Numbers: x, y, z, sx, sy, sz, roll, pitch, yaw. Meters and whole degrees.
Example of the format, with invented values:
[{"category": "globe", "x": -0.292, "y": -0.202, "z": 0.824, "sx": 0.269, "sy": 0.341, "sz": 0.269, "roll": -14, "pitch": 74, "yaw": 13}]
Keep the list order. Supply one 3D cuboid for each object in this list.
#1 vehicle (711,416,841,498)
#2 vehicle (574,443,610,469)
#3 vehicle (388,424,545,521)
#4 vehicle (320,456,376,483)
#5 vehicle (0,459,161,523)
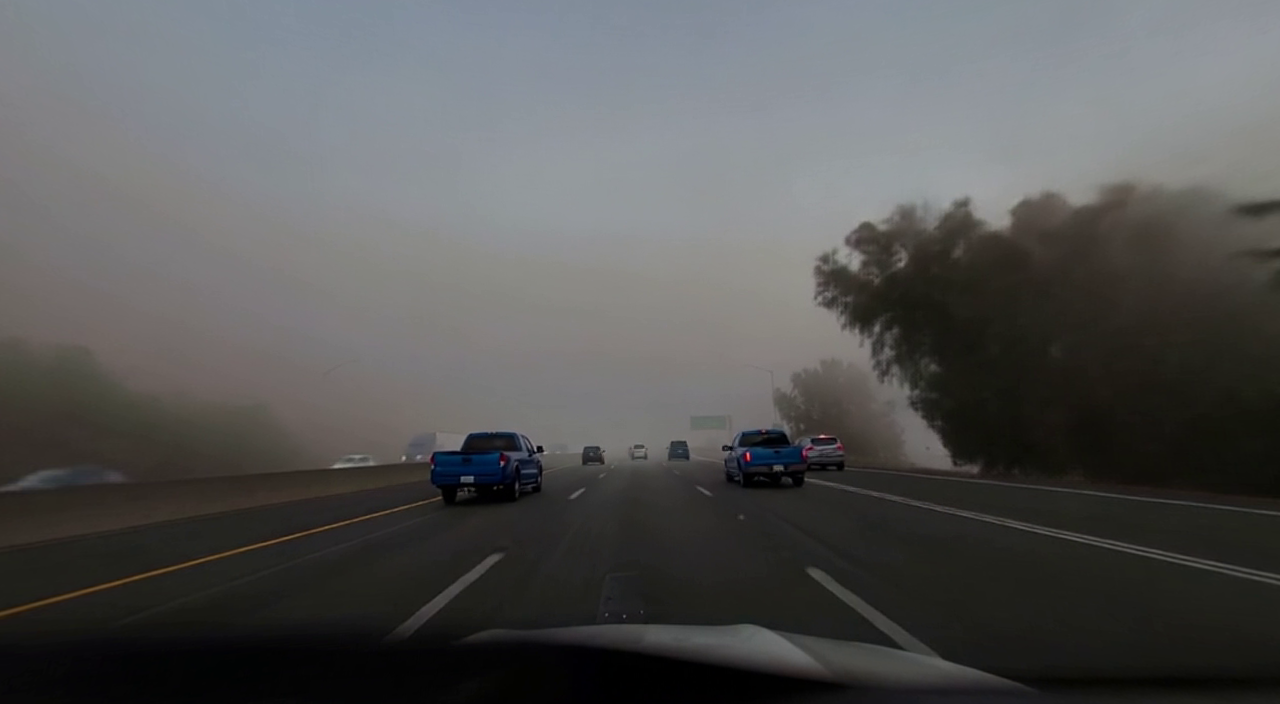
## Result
[{"category": "vehicle", "x": 3.645, "y": 2.974, "z": 18.277, "sx": 2.424, "sy": 1.952, "sz": 5.611, "roll": -1, "pitch": -8, "yaw": -1}, {"category": "vehicle", "x": -3.446, "y": 7.536, "z": 45.988, "sx": 2.235, "sy": 1.785, "sz": 4.386, "roll": -1, "pitch": -8, "yaw": 1}, {"category": "vehicle", "x": -3.817, "y": 2.757, "z": 15.076, "sx": 2.227, "sy": 1.853, "sz": 5.161, "roll": -1, "pitch": -8, "yaw": 1}, {"category": "vehicle", "x": -20.834, "y": 8.408, "z": 45.209, "sx": 1.872, "sy": 1.693, "sz": 4.572, "roll": -1, "pitch": -8, "yaw": 0}, {"category": "vehicle", "x": -17.191, "y": 4.066, "z": 18.969, "sx": 1.902, "sy": 1.532, "sz": 4.646, "roll": -1, "pitch": -8, "yaw": 0}]
